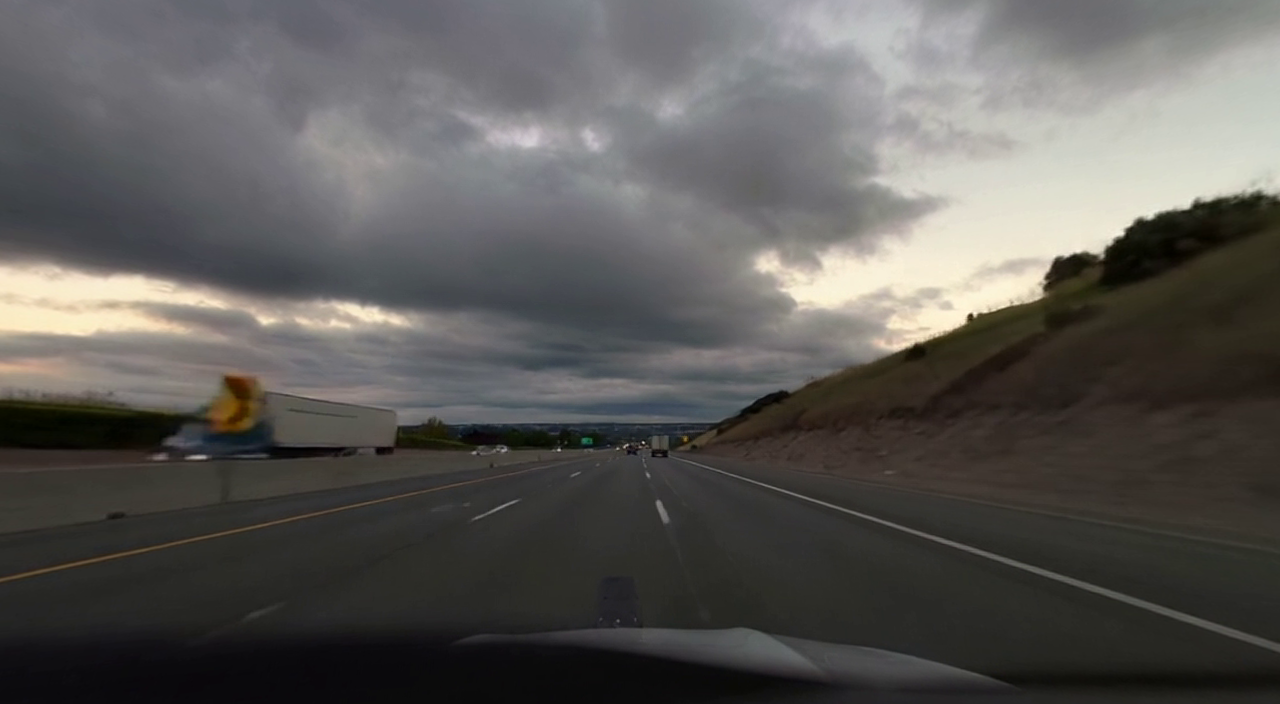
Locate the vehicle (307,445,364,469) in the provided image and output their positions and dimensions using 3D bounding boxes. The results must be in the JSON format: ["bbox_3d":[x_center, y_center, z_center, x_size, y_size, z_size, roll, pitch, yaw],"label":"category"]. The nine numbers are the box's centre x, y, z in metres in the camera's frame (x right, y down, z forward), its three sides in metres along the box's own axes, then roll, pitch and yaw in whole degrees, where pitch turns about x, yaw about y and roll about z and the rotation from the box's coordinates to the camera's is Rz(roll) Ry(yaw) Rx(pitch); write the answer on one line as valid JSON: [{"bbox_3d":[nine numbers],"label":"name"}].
[{"bbox_3d":[-20.327,7.029,42.126,1.802,1.476,4.083,0,-9,0],"label":"vehicle"}]
